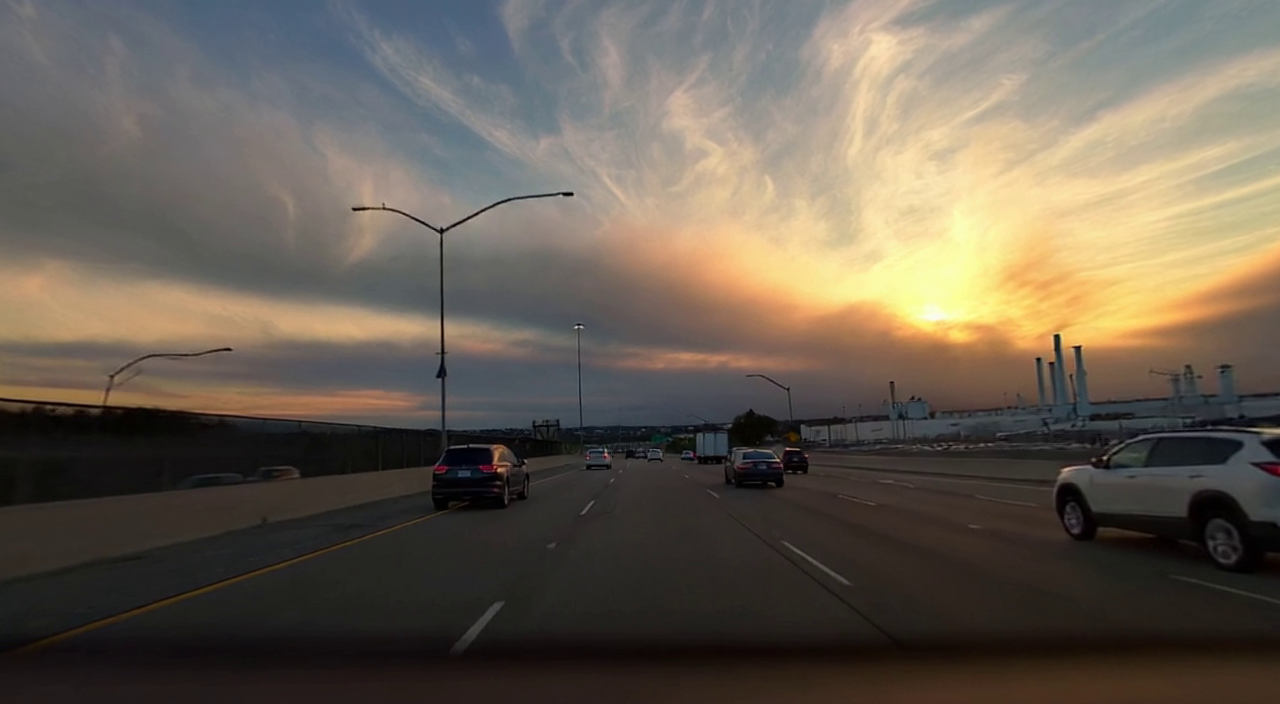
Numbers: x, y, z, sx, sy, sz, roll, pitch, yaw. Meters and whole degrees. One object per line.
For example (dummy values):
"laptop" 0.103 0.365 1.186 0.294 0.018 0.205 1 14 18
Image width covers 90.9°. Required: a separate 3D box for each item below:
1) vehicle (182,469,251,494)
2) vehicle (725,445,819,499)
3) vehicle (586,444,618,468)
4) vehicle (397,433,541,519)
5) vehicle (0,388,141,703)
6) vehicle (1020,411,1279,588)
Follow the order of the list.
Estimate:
"vehicle" -32.203 9.834 48.103 1.952 1.595 4.685 -1 -8 1
"vehicle" 3.916 3.612 19.531 1.942 1.453 4.329 0 -8 -1
"vehicle" -2.881 8.024 48.796 2.108 1.748 4.514 -1 -8 2
"vehicle" -3.685 2.733 14.458 2.036 1.669 4.112 -1 -8 1
"vehicle" -3.674 0.681 0.812 2.067 1.555 4.851 0 -8 0
"vehicle" 7.416 1.694 7.896 2.145 1.743 5.058 0 -8 0
